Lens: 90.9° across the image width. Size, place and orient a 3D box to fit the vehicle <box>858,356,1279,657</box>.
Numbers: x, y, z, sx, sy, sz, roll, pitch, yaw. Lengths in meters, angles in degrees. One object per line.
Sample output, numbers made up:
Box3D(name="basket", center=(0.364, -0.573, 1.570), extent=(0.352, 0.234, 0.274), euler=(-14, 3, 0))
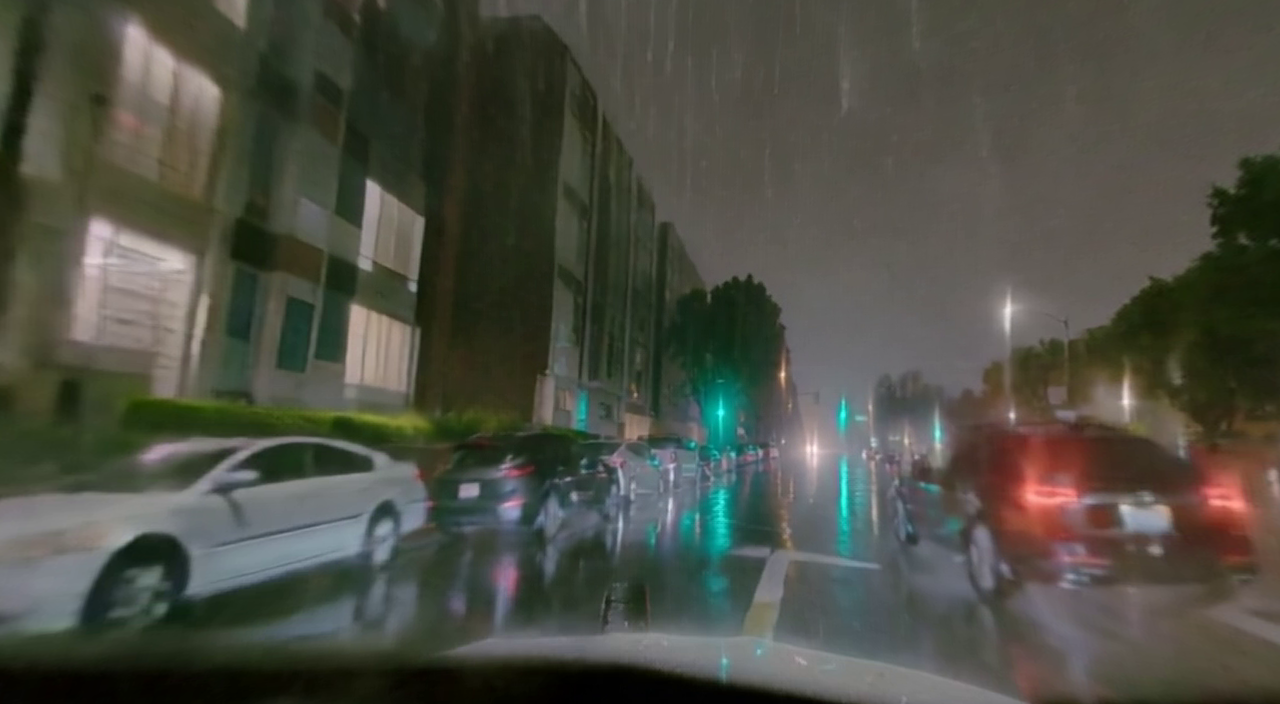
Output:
Box3D(name="vehicle", center=(4.327, 1.424, 7.046), extent=(2.411, 1.899, 5.993), euler=(-1, -9, 8))

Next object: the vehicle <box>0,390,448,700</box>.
Box3D(name="vehicle", center=(-3.787, 1.367, 5.616), extent=(1.922, 1.628, 4.291), euler=(-3, -9, 15))

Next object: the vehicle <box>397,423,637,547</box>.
Box3D(name="vehicle", center=(-1.779, 2.187, 11.131), extent=(2.179, 1.658, 4.765), euler=(-3, -9, 16))
